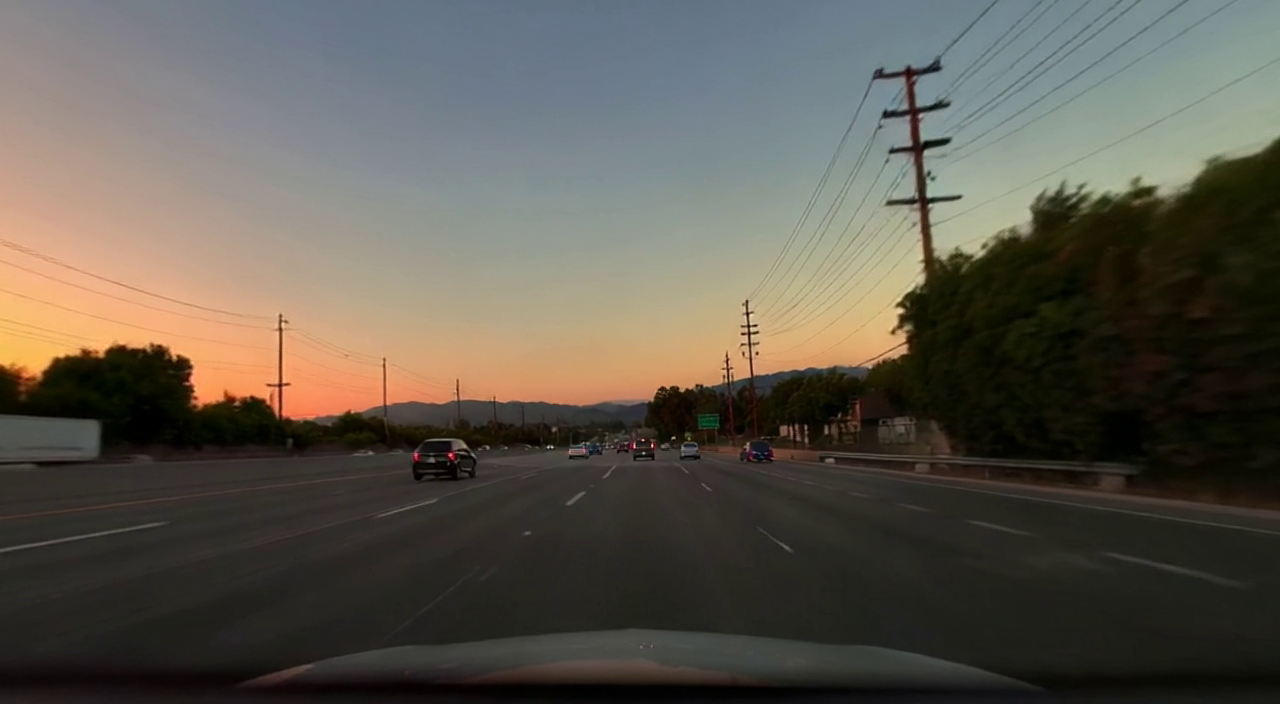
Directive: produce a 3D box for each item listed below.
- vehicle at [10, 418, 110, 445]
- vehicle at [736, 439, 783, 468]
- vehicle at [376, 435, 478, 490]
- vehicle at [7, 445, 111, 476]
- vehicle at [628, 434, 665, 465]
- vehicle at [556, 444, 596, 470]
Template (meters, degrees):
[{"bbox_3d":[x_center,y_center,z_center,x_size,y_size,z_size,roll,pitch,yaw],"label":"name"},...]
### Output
[{"bbox_3d":[-37.330,5.196,40.772,1.919,1.651,4.773,0,-8,0],"label":"vehicle"},{"bbox_3d":[7.291,6.242,38.941,1.937,1.698,4.322,0,-8,-1],"label":"vehicle"},{"bbox_3d":[-7.349,3.832,22.279,2.007,1.732,4.395,0,-8,0],"label":"vehicle"},{"bbox_3d":[-37.343,6.953,40.687,2.163,1.848,4.779,0,-8,-1],"label":"vehicle"},{"bbox_3d":[0.425,7.358,47.841,2.622,2.208,5.320,0,-8,-1],"label":"vehicle"},{"bbox_3d":[-3.788,6.304,38.082,1.979,1.469,4.378,0,-8,0],"label":"vehicle"}]
